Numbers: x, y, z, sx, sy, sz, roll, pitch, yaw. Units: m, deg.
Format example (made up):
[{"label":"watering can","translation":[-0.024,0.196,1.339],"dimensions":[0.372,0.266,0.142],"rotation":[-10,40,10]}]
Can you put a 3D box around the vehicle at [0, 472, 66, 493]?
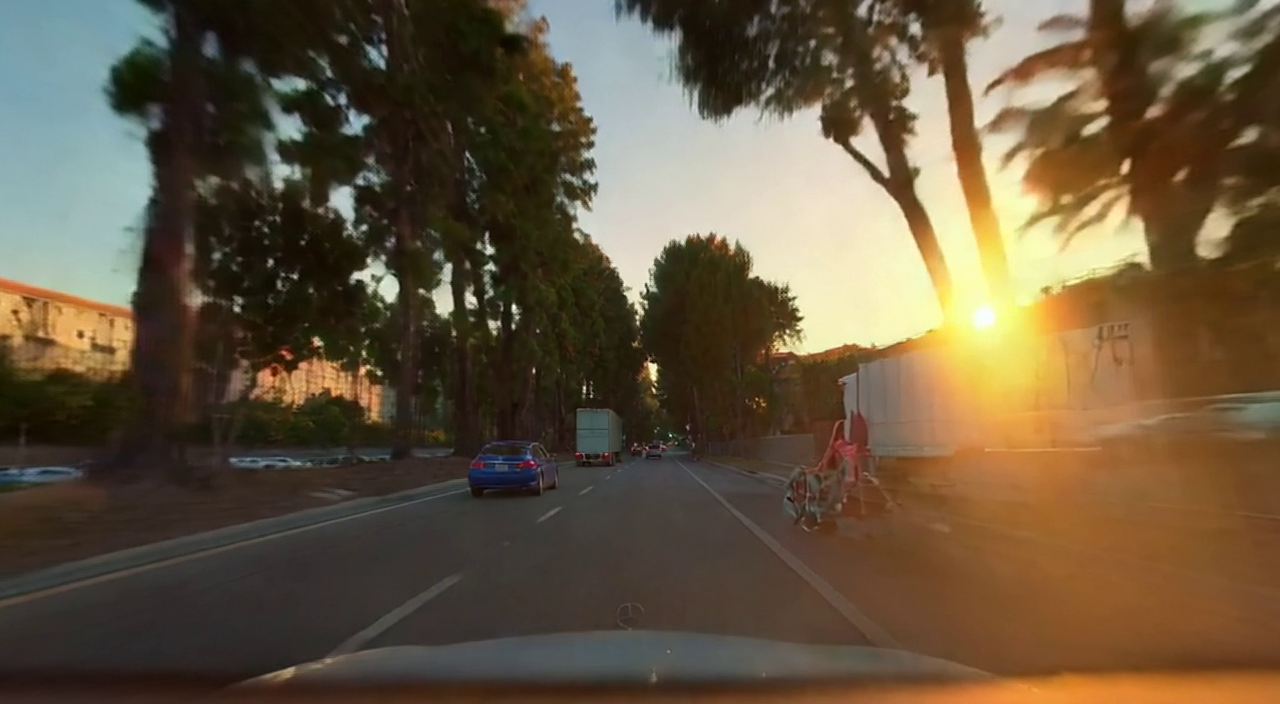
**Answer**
[{"label":"vehicle","translation":[-47.683,10.163,49.145],"dimensions":[4.016,1.434,1.718],"rotation":[0,-9,-3]}]

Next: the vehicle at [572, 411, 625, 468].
[{"label":"vehicle","translation":[-2.515,5.750,41.197],"dimensions":[2.746,3.276,8.572],"rotation":[0,-8,1]}]

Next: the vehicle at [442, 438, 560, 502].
[{"label":"vehicle","translation":[-3.509,3.057,16.828],"dimensions":[2.005,1.462,4.345],"rotation":[0,-8,2]}]
